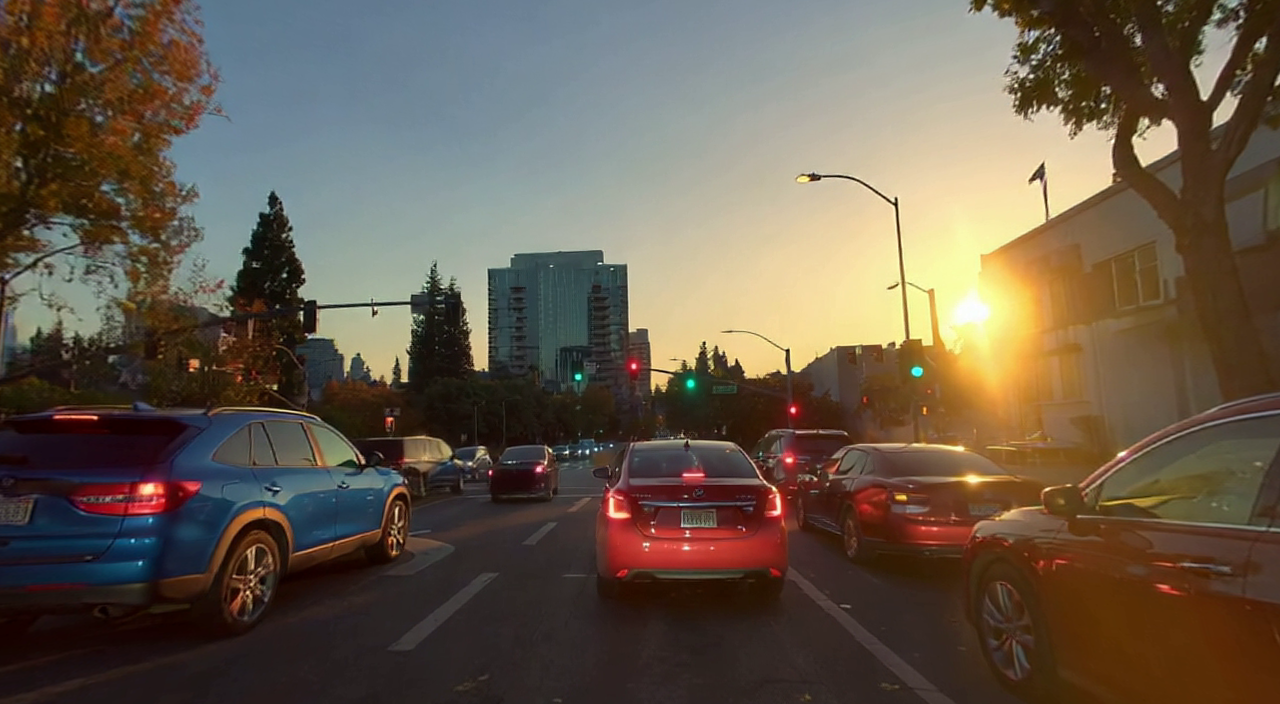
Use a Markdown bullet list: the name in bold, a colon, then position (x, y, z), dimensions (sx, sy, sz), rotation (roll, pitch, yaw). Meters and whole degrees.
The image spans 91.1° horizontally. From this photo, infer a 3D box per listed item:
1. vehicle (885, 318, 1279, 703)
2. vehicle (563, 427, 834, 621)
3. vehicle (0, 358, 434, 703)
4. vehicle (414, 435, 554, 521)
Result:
- **vehicle**: position (3.042, 0.917, 3.043), dimensions (1.880, 1.747, 4.500), rotation (0, -8, 0)
- **vehicle**: position (0.438, 1.602, 6.800), dimensions (2.051, 1.460, 3.932), rotation (0, -8, 0)
- **vehicle**: position (-3.453, 1.225, 5.279), dimensions (1.889, 1.767, 4.289), rotation (0, -8, 1)
- **vehicle**: position (-3.069, 2.567, 13.336), dimensions (1.868, 1.516, 4.114), rotation (0, -8, 1)
